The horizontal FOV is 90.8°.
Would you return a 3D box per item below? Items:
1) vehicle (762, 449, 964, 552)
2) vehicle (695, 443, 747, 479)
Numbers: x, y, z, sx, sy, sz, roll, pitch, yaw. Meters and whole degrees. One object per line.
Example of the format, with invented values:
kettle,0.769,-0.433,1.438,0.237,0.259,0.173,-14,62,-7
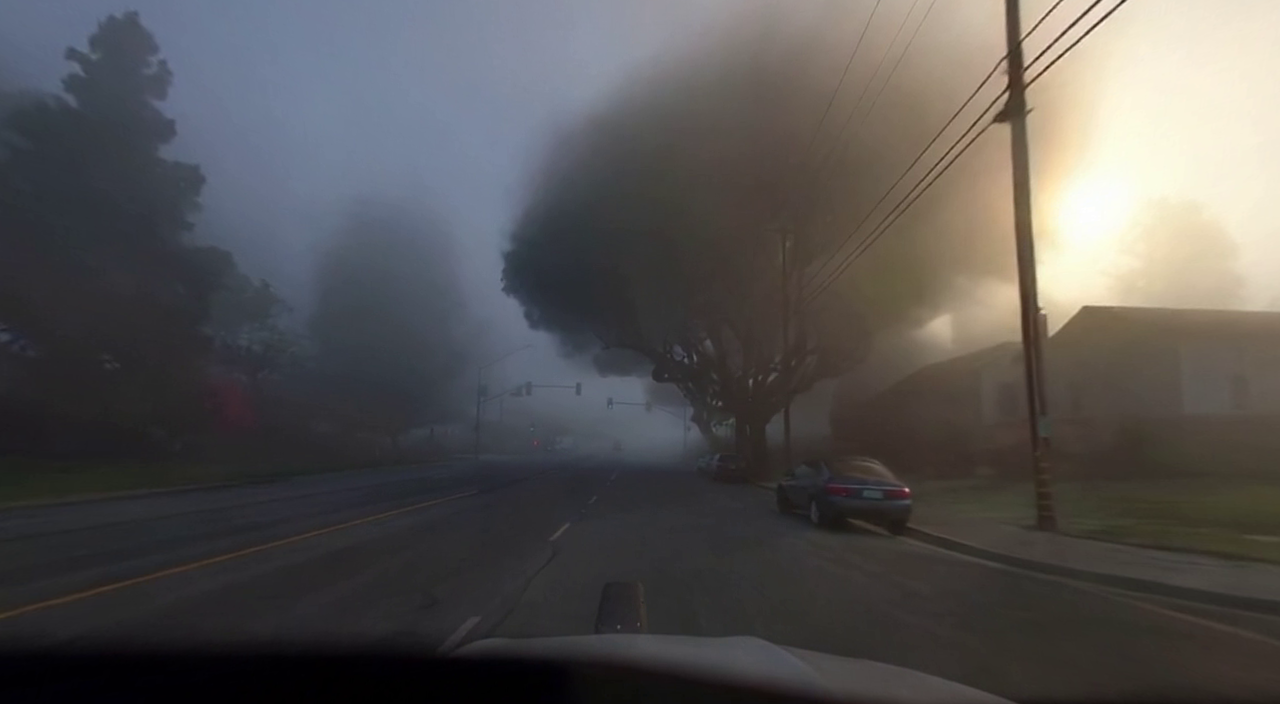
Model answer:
vehicle,3.817,2.597,11.880,2.031,1.500,4.590,0,-8,-1
vehicle,4.086,5.560,32.648,2.020,1.690,4.621,0,-8,-1
